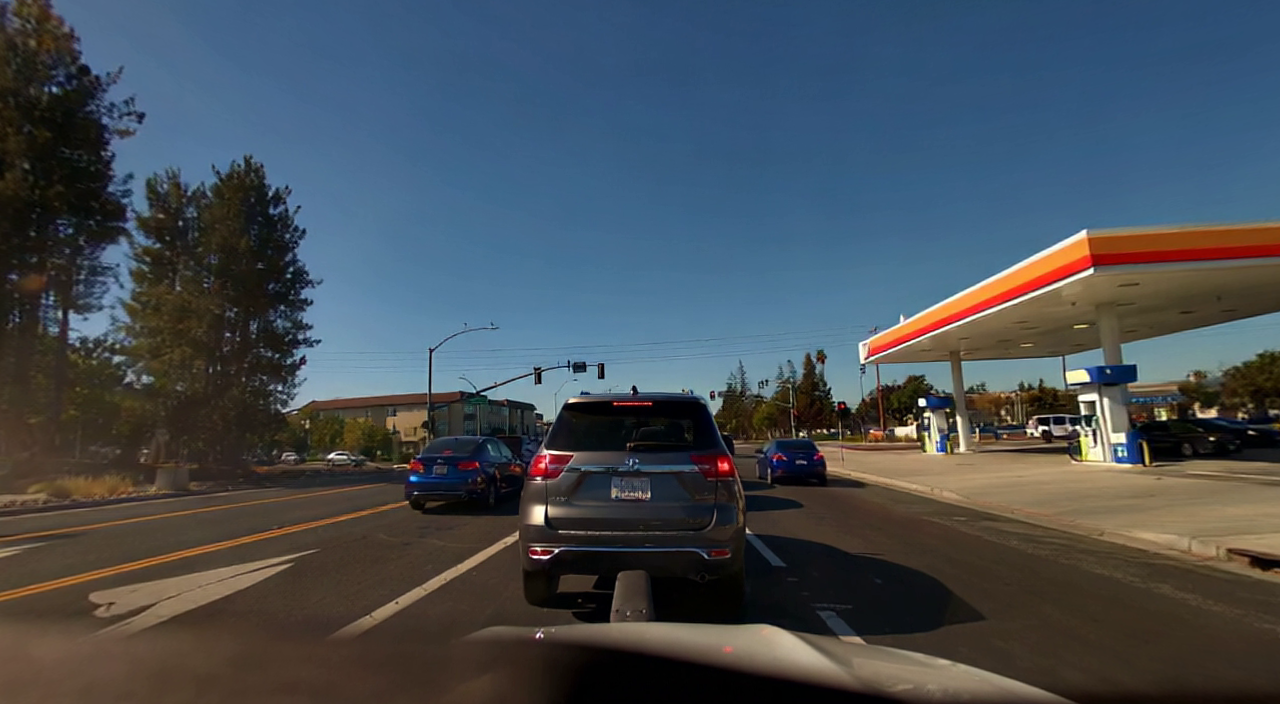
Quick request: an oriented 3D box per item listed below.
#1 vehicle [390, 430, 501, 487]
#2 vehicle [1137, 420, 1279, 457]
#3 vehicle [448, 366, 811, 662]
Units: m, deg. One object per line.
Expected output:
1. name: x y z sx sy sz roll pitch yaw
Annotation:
1. vehicle: -6.645 3.709 22.170 2.065 1.753 4.525 -1 -9 6
2. vehicle: 25.940 3.968 28.782 4.551 1.616 1.973 -2 -9 11
3. vehicle: 0.011 1.319 6.134 2.236 1.819 4.291 0 -9 2
